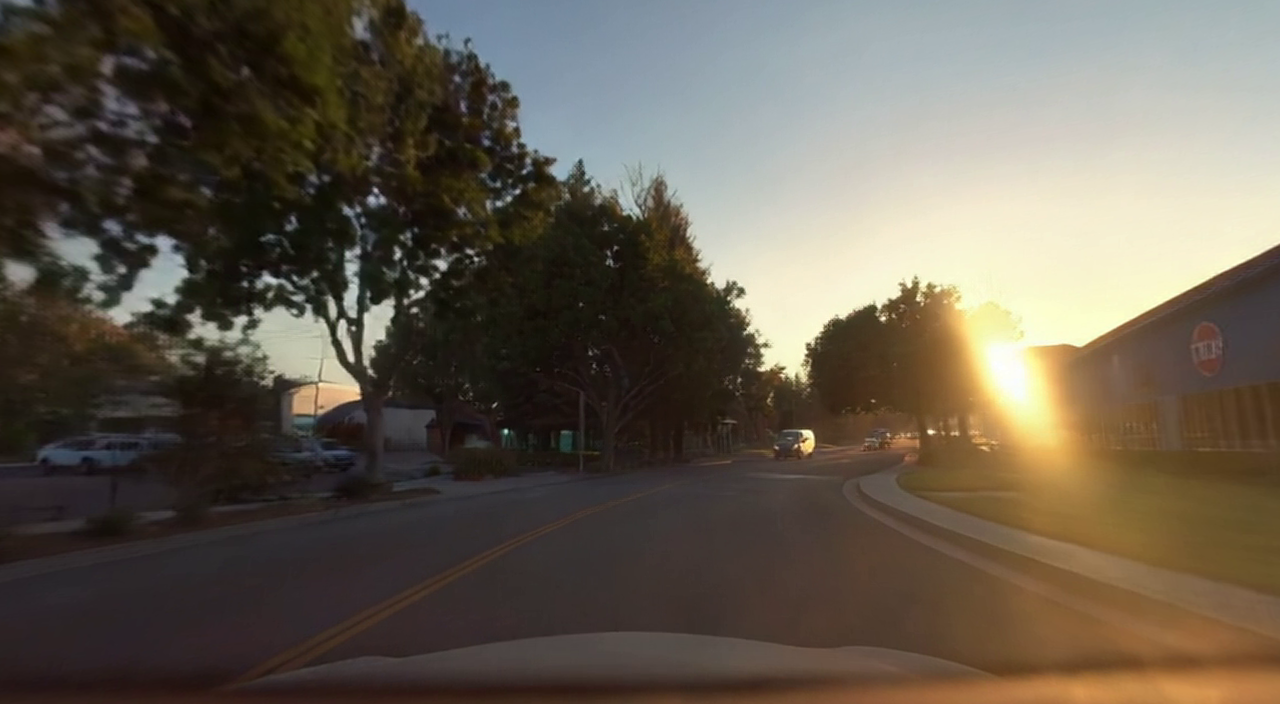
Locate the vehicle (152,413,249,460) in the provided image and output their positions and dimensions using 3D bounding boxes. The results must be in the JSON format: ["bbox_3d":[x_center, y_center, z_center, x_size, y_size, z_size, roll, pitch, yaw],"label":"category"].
[{"bbox_3d":[-26.906,5.293,38.983,2.576,2.597,5.438,0,-10,-8],"label":"vehicle"}]

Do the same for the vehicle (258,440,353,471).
[{"bbox_3d":[-19.472,6.024,36.933,4.410,1.689,1.974,1,-9,-10],"label":"vehicle"}]
